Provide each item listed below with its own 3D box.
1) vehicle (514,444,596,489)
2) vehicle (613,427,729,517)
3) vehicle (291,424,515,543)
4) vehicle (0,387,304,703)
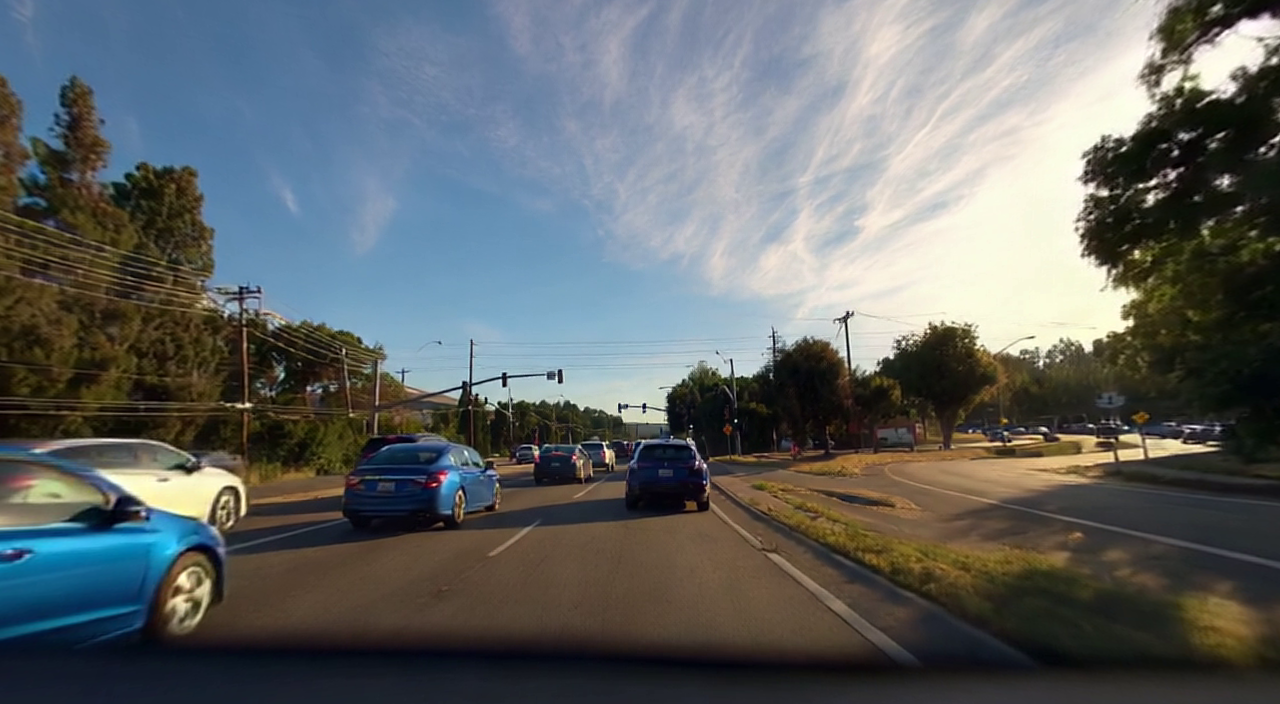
[{"bbox_3d":[-2.918,4.051,22.644,2.105,1.436,4.311,-1,-9,4],"label":"vehicle"},{"bbox_3d":[0.649,2.589,14.026,2.205,1.691,3.937,0,-9,2],"label":"vehicle"},{"bbox_3d":[-3.744,2.162,11.011,2.018,1.621,4.441,0,-9,2],"label":"vehicle"},{"bbox_3d":[-3.808,0.998,3.108,1.999,1.563,4.007,0,-9,1],"label":"vehicle"}]
